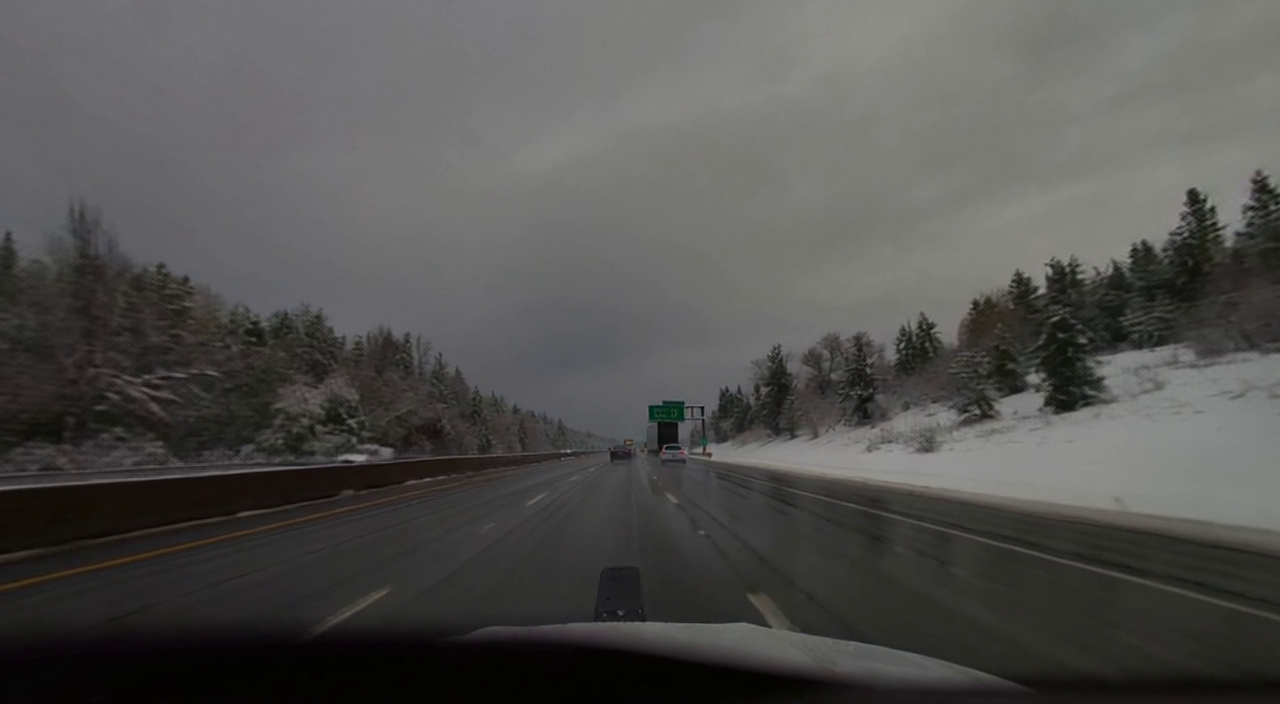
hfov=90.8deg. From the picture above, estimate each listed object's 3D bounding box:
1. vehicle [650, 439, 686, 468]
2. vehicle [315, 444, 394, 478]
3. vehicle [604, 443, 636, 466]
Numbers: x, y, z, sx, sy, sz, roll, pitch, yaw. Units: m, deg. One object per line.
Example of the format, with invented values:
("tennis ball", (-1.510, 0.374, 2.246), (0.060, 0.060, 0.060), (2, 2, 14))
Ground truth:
("vehicle", (1.917, 7.115, 44.471), (2.139, 1.925, 4.312), (0, -9, -3))
("vehicle", (-14.470, 5.550, 32.298), (1.941, 1.588, 4.536), (0, -9, -1))
("vehicle", (-1.403, 7.390, 45.540), (2.173, 1.598, 4.293), (0, -9, -1))
